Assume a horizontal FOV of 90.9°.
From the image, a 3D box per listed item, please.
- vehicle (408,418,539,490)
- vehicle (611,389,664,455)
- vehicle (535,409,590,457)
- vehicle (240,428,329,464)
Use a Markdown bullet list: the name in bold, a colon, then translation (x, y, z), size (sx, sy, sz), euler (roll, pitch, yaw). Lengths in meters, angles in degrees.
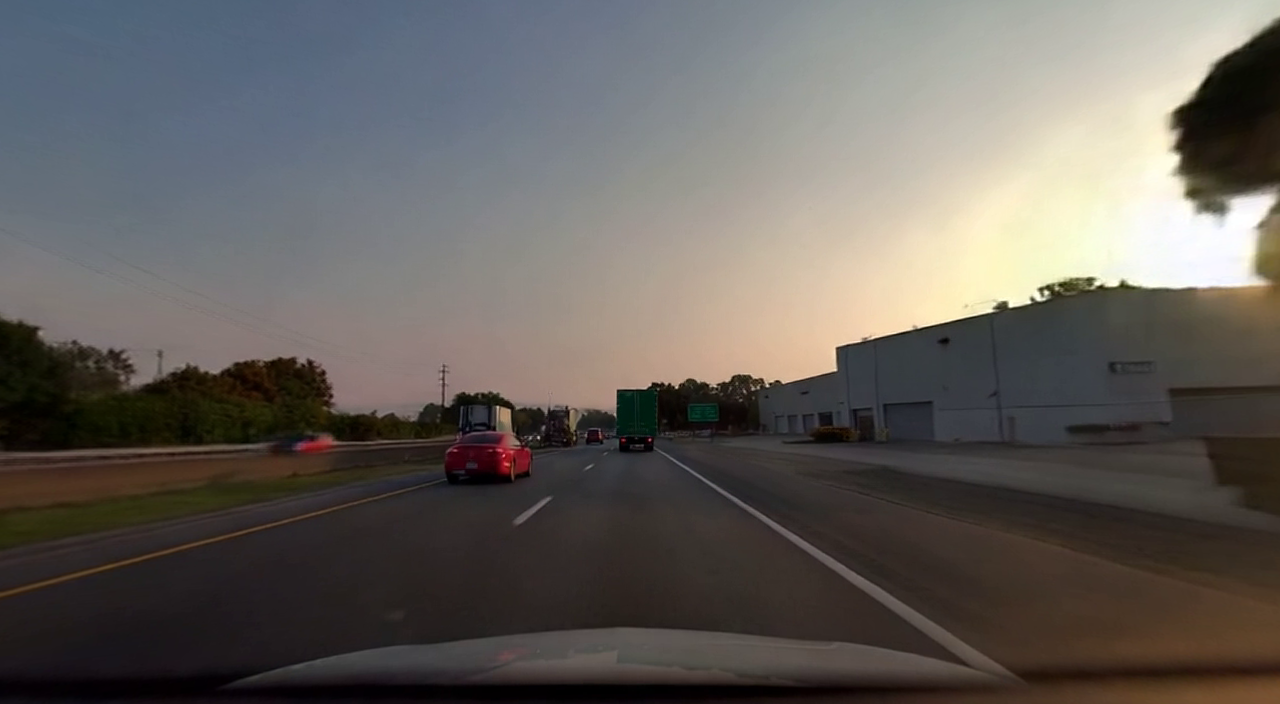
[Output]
- **vehicle**: translation (-4.143, 2.628, 16.735), size (2.005, 1.602, 5.131), euler (0, -7, 1)
- **vehicle**: translation (-0.291, 4.950, 43.812), size (3.259, 4.066, 9.891), euler (1, -7, -2)
- **vehicle**: translation (-4.718, 5.146, 39.868), size (2.717, 2.714, 6.997), euler (1, -8, -1)
- **vehicle**: translation (-17.663, 4.667, 31.583), size (1.897, 1.621, 4.406), euler (0, -7, -1)
